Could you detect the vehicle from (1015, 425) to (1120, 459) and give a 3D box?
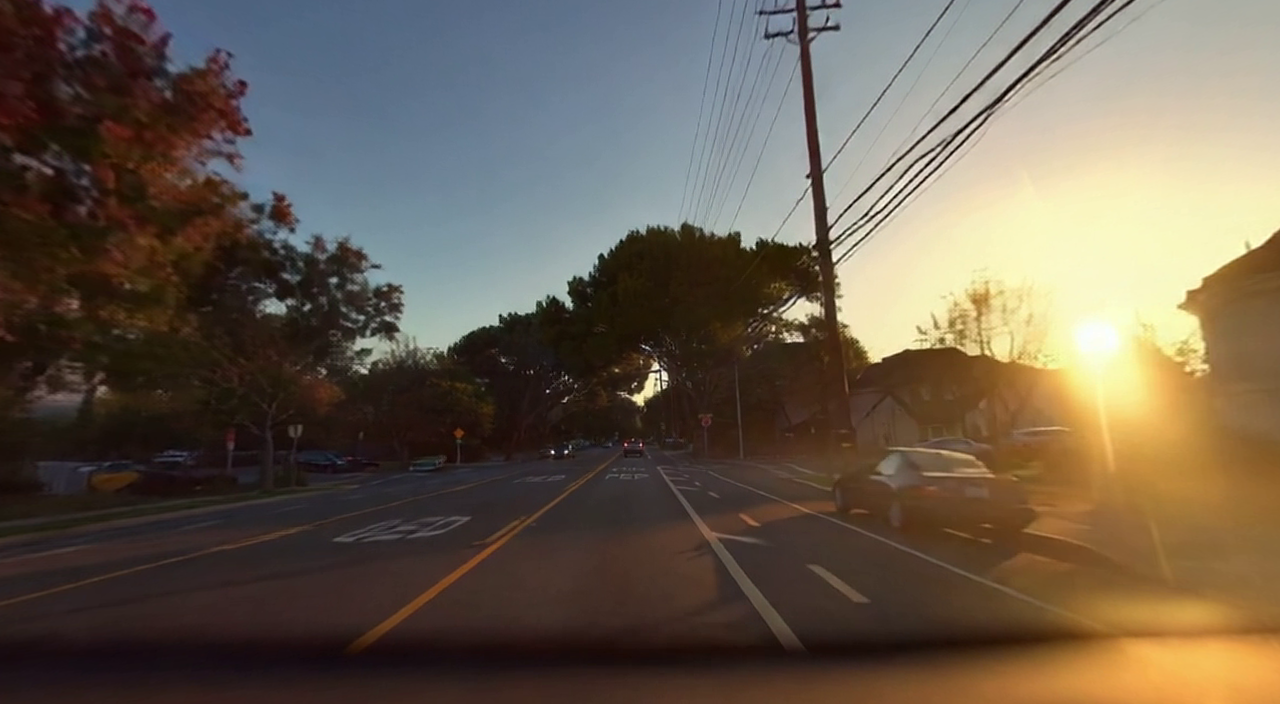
[{"bbox_3d":[25.161,5.320,37.301,4.597,1.961,2.087,-1,-8,2],"label":"vehicle"}]

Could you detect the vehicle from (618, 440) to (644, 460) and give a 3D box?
[{"bbox_3d":[-0.703,7.422,47.891,1.877,1.448,3.830,0,-9,-1],"label":"vehicle"}]

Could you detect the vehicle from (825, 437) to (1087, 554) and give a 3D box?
[{"bbox_3d":[4.739,2.185,10.442,1.987,1.479,4.562,0,-9,0],"label":"vehicle"}]

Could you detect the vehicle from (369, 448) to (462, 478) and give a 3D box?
[{"bbox_3d":[-14.173,7.006,40.112,5.190,1.502,2.085,-3,-9,-1],"label":"vehicle"}]
